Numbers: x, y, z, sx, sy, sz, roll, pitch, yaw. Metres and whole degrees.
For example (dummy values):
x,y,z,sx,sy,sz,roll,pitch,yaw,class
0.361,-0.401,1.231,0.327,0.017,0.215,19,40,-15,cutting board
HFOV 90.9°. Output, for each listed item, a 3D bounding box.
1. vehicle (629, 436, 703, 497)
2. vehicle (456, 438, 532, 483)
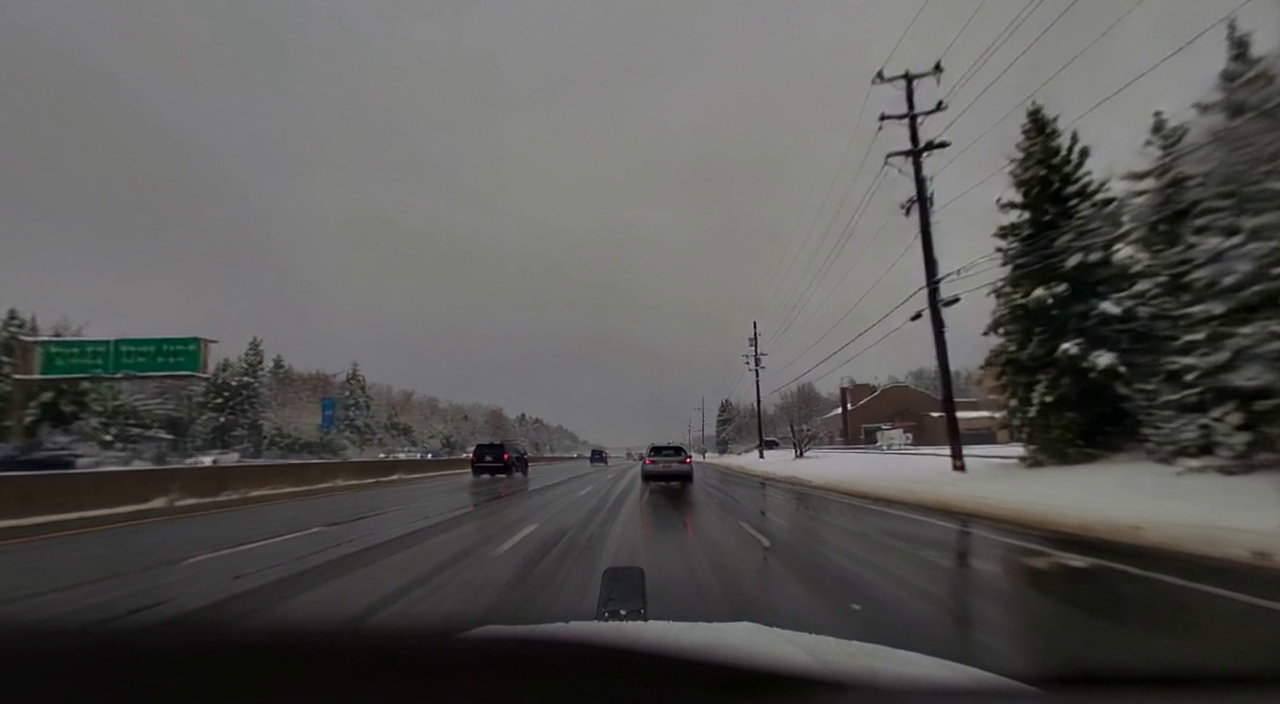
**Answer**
x,y,z,sx,sy,sz,roll,pitch,yaw,class
0.776,3.626,20.390,2.134,1.733,4.049,0,-8,0,vehicle
-6.415,4.819,28.355,2.220,1.841,4.516,0,-8,1,vehicle
